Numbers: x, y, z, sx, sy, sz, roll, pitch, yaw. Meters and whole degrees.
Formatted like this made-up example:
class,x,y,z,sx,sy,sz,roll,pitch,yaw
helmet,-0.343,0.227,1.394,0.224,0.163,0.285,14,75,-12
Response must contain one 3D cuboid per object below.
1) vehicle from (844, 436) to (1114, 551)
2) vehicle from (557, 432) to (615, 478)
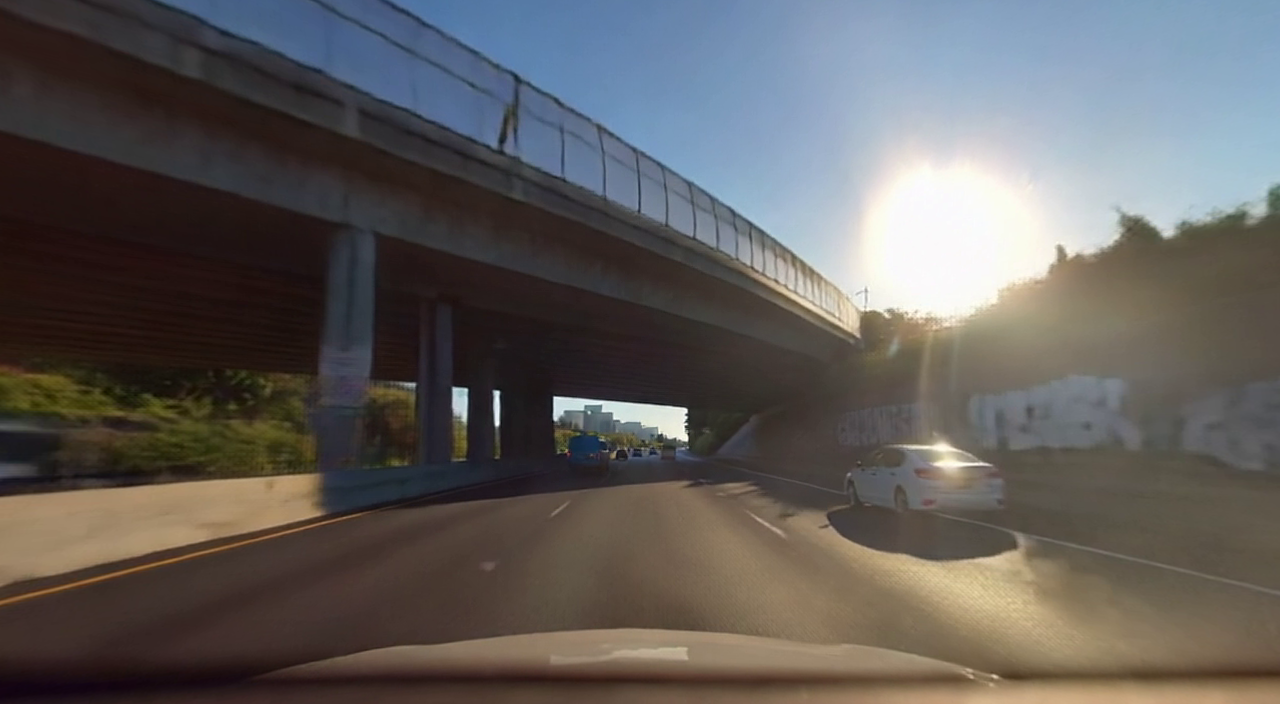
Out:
class,x,y,z,sx,sy,sz,roll,pitch,yaw
vehicle,5.230,2.212,10.681,1.972,1.492,4.623,0,-9,0
vehicle,-2.513,5.014,30.889,2.310,2.030,5.094,0,-9,1
